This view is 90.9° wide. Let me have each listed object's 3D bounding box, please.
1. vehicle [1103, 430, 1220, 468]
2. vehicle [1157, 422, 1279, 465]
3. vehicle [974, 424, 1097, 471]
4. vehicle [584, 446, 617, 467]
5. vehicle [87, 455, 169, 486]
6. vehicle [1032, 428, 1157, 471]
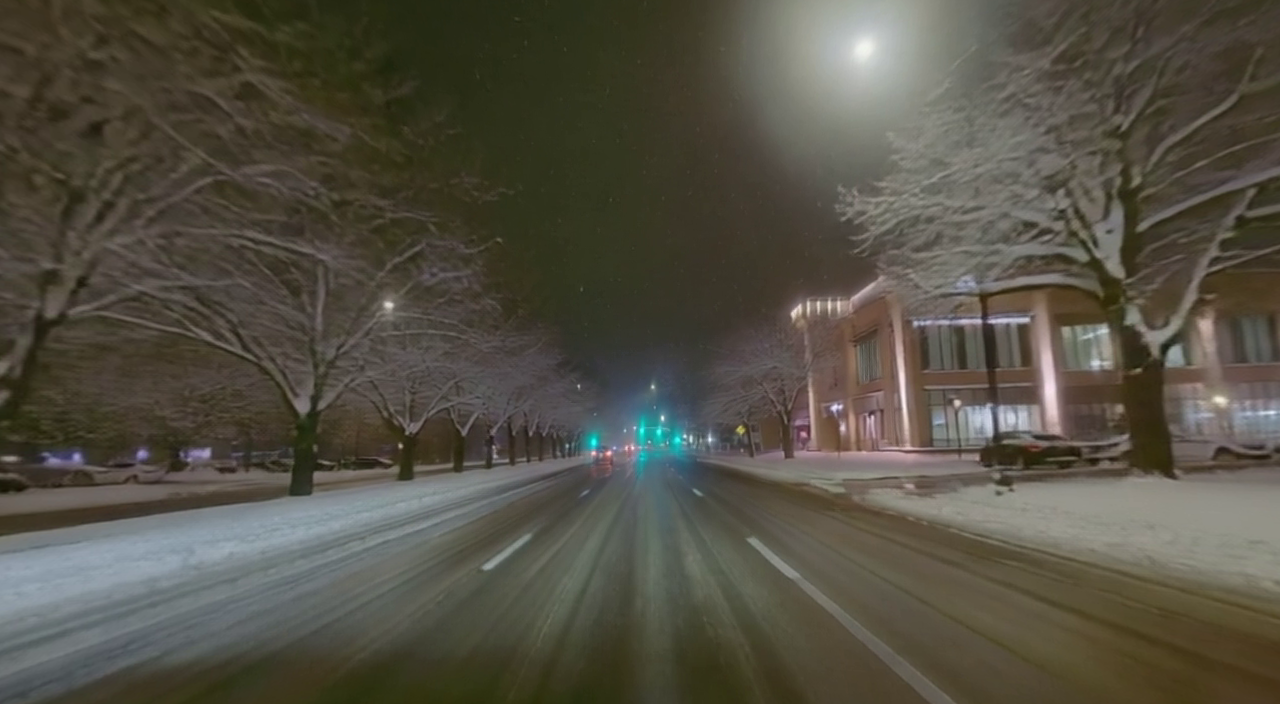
[{"bbox_3d":[22.487,4.187,27.392,1.828,1.450,3.730,-2,-8,0],"label":"vehicle"},{"bbox_3d":[25.387,3.993,27.446,2.024,1.683,4.322,0,-9,0],"label":"vehicle"},{"bbox_3d":[16.966,4.139,27.410,2.038,1.827,4.870,0,-9,-2],"label":"vehicle"},{"bbox_3d":[-2.809,7.576,45.927,2.082,1.460,4.442,-1,-9,1],"label":"vehicle"},{"bbox_3d":[-31.456,7.269,38.912,1.830,1.663,4.166,0,-9,-6],"label":"vehicle"},{"bbox_3d":[19.617,4.212,27.502,2.074,1.607,4.465,-2,-8,-1],"label":"vehicle"}]
